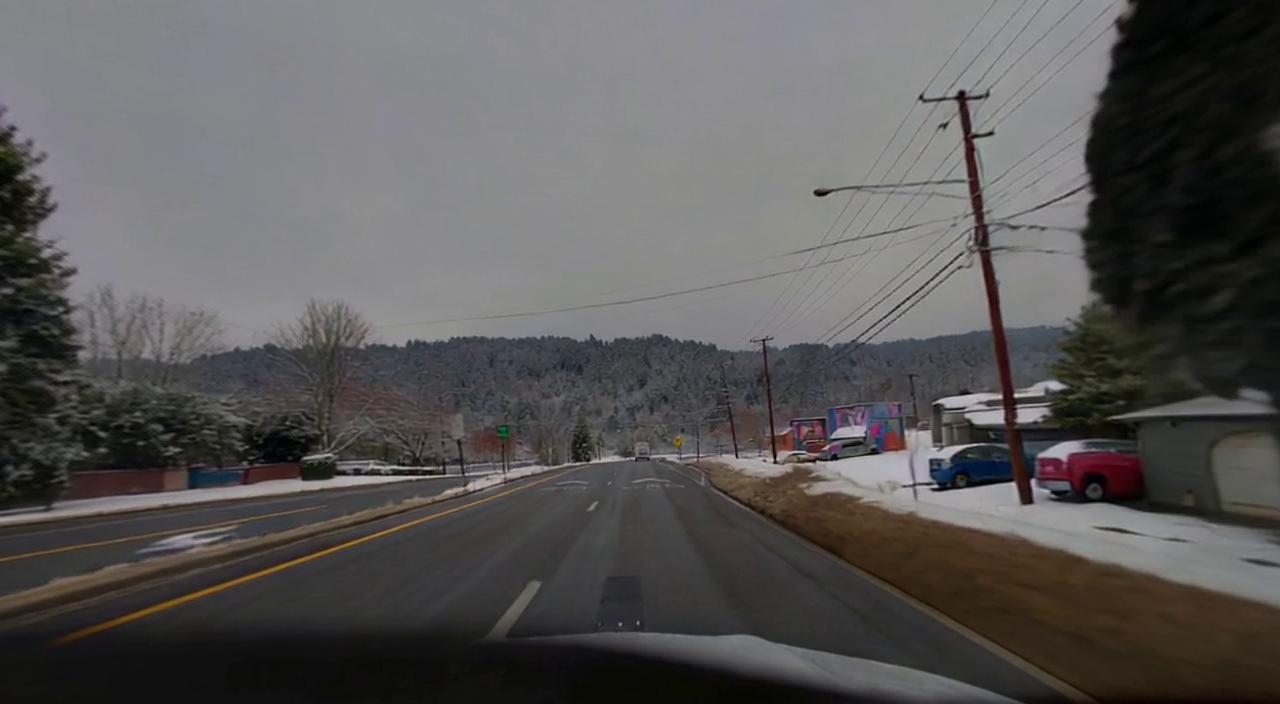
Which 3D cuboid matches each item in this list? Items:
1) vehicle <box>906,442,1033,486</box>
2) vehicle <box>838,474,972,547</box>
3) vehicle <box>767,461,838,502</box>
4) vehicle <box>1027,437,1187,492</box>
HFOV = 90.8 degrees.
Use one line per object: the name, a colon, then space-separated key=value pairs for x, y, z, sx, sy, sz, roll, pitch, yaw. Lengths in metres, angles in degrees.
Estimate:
vehicle: x=15.257 y=5.178 z=29.431 sx=4.798 sy=1.934 sz=1.908 roll=0 pitch=-9 yaw=0
vehicle: x=6.688 y=4.013 z=16.478 sx=1.781 sy=1.432 sz=4.169 roll=-1 pitch=-9 yaw=2
vehicle: x=6.924 y=5.542 z=27.359 sx=1.838 sy=1.475 sz=4.152 roll=0 pitch=-9 yaw=-1
vehicle: x=16.473 y=3.977 z=22.452 sx=4.087 sy=1.834 sz=1.939 roll=0 pitch=-9 yaw=-2
